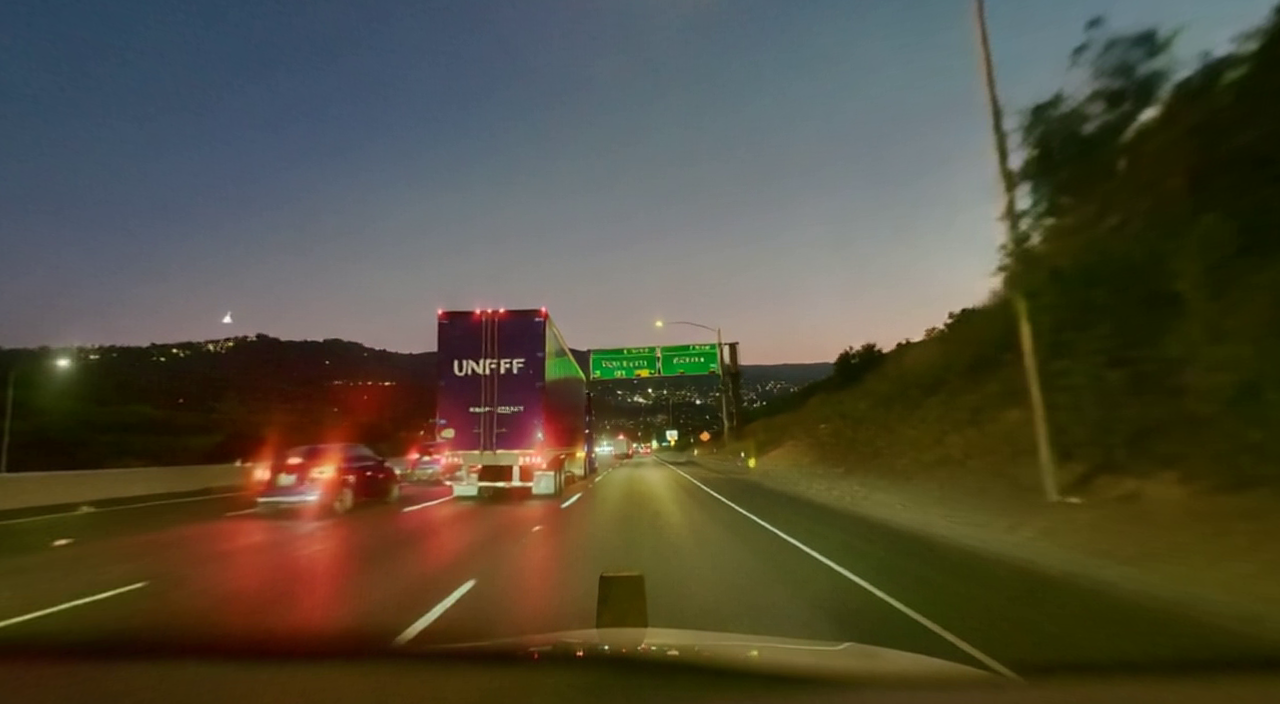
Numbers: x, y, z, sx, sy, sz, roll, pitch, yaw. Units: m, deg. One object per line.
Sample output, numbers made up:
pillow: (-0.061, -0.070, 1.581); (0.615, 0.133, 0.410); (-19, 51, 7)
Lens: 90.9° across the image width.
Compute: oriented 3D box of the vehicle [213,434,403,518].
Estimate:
vehicle: (-7.353, 2.767, 14.620); (1.949, 1.604, 4.456); (0, -9, 0)

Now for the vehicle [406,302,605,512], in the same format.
vehicle: (-3.193, 2.303, 21.193); (3.202, 4.352, 16.251); (0, -9, 0)
